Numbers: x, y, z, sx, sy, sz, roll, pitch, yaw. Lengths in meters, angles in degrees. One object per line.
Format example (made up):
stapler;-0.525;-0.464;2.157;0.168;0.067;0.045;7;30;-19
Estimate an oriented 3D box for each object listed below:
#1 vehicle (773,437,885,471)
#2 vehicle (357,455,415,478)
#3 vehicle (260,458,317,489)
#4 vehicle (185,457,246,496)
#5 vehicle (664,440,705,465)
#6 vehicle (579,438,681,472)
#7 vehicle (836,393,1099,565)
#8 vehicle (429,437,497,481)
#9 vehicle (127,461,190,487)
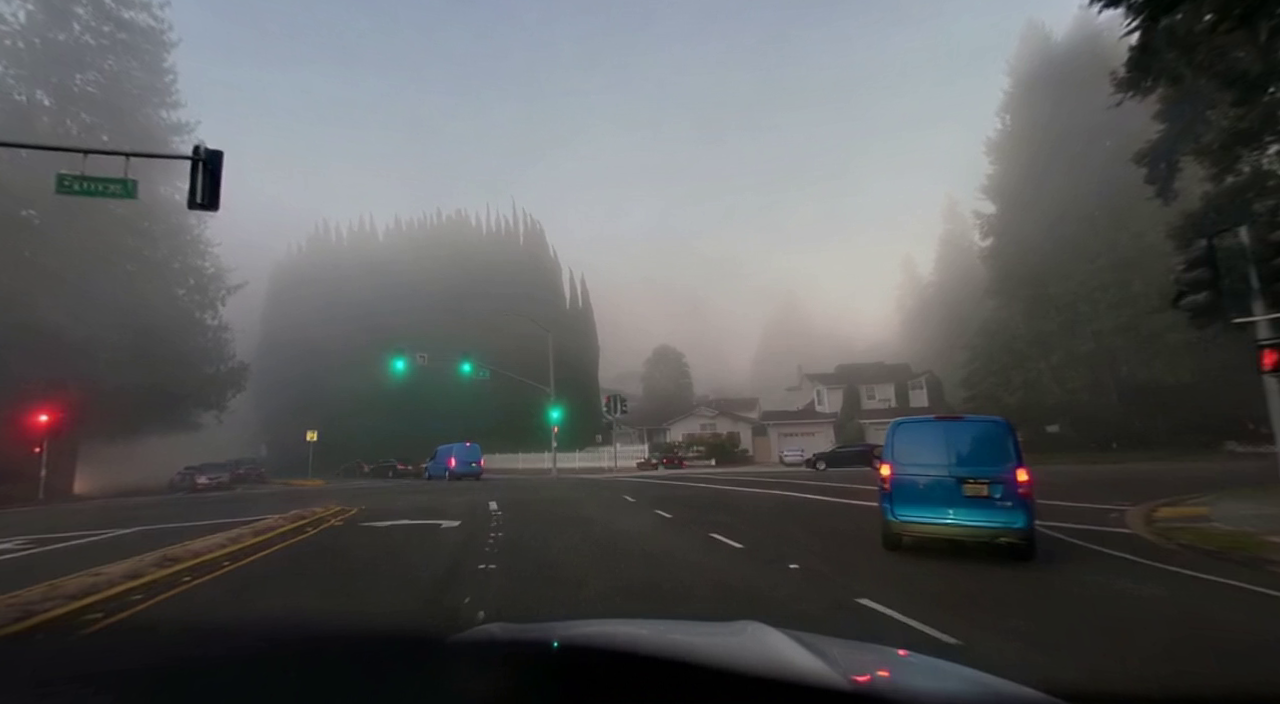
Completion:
vehicle;8.489;4.646;28.796;4.509;1.481;2.027;-1;-9;5
vehicle;-17.452;7.817;43.291;4.386;1.445;2.008;-8;-12;43
vehicle;-19.424;6.636;34.812;1.952;1.461;4.377;6;-11;-38
vehicle;-22.456;6.491;33.343;2.078;1.783;4.670;7;-11;-39
vehicle;3.558;7.833;49.423;1.894;1.816;4.213;-4;-9;23
vehicle;-0.667;6.550;40.383;6.104;2.026;2.514;-5;-10;28
vehicle;4.217;1.701;9.093;2.133;1.821;4.254;-2;-9;11
vehicle;-9.552;5.698;33.888;2.213;2.124;4.809;5;-10;-31
vehicle;-37.910;9.552;49.687;5.175;1.791;2.008;-5;-10;31
